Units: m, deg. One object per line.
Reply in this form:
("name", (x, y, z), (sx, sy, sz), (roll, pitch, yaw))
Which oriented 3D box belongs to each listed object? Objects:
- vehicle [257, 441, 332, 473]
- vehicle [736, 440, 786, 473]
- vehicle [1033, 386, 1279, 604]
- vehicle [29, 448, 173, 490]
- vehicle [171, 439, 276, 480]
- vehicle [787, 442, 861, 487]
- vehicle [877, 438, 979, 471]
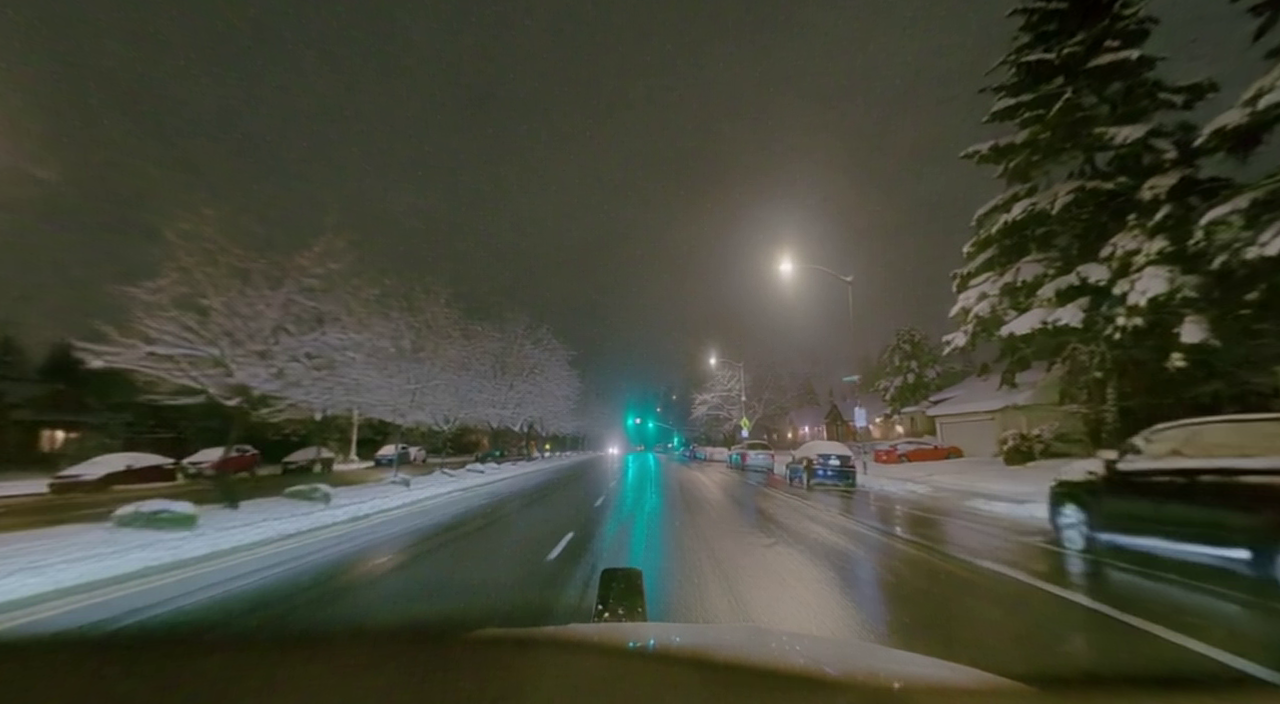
("vehicle", (-20.784, 6.332, 38.009), (1.901, 1.785, 4.676), (0, -9, 0))
("vehicle", (7.427, 6.475, 39.076), (2.032, 1.844, 4.964), (1, -9, -1))
("vehicle", (7.351, 1.516, 6.897), (2.306, 2.088, 5.571), (1, -9, -1))
("vehicle", (-21.056, 4.554, 24.806), (1.910, 1.493, 4.190), (0, -9, 0))
("vehicle", (-20.831, 5.380, 31.713), (1.990, 1.844, 4.902), (0, -9, -1))
("vehicle", (7.543, 4.628, 26.237), (1.910, 1.686, 4.399), (0, -9, 2))
("vehicle", (15.708, 5.609, 34.448), (4.554, 1.727, 2.085), (0, -9, 4))
